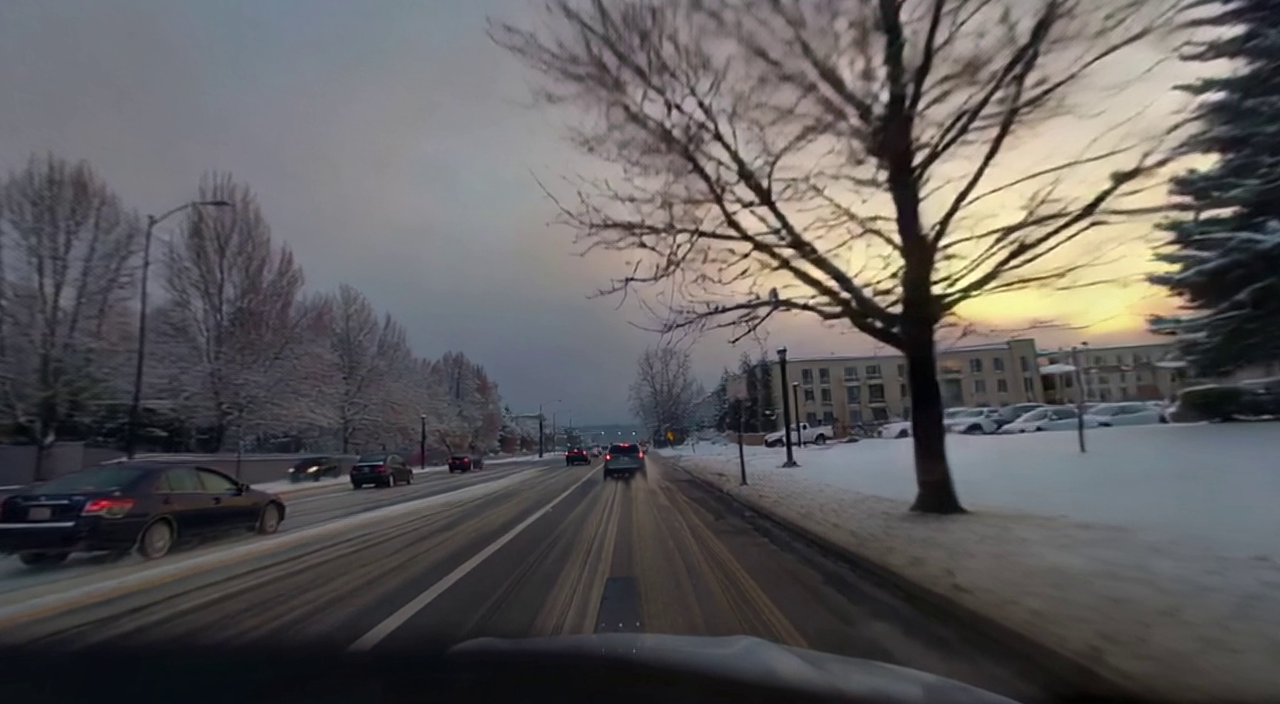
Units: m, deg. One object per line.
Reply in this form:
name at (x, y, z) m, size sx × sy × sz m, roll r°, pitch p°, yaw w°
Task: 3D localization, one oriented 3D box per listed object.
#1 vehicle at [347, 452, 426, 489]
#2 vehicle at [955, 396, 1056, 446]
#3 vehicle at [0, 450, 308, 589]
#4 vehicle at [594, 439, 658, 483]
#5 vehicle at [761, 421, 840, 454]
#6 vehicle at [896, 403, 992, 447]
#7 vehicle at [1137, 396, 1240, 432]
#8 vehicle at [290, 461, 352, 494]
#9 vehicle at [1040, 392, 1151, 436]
vehicle at (-11.293, 5.290, 28.558) m, size 2.024 × 1.484 × 4.592 m, roll 1°, pitch -9°, yaw -5°
vehicle at (18.413, 3.587, 32.112) m, size 2.002 × 2.015 × 4.254 m, roll -8°, pitch -9°, yaw -6°
vehicle at (-7.008, 2.165, 9.137) m, size 1.906 × 1.449 × 4.576 m, roll 0°, pitch -9°, yaw 0°
vehicle at (-0.522, 3.960, 23.262) m, size 2.099 × 1.469 × 4.389 m, roll 0°, pitch -9°, yaw -2°
vehicle at (12.525, 6.662, 49.652) m, size 5.253 × 2.014 × 2.666 m, roll -5°, pitch -5°, yaw -5°
vehicle at (15.635, 3.878, 32.900) m, size 2.395 × 2.028 × 5.135 m, roll 0°, pitch -9°, yaw -1°
vehicle at (29.263, 3.317, 33.917) m, size 1.882 × 1.730 × 4.753 m, roll -3°, pitch -6°, yaw 10°
vehicle at (-23.204, 9.110, 46.162) m, size 2.145 × 2.074 × 4.630 m, roll 0°, pitch -9°, yaw -1°
vehicle at (23.849, 3.332, 33.319) m, size 2.118 × 1.724 × 4.361 m, roll -8°, pitch -9°, yaw -6°
